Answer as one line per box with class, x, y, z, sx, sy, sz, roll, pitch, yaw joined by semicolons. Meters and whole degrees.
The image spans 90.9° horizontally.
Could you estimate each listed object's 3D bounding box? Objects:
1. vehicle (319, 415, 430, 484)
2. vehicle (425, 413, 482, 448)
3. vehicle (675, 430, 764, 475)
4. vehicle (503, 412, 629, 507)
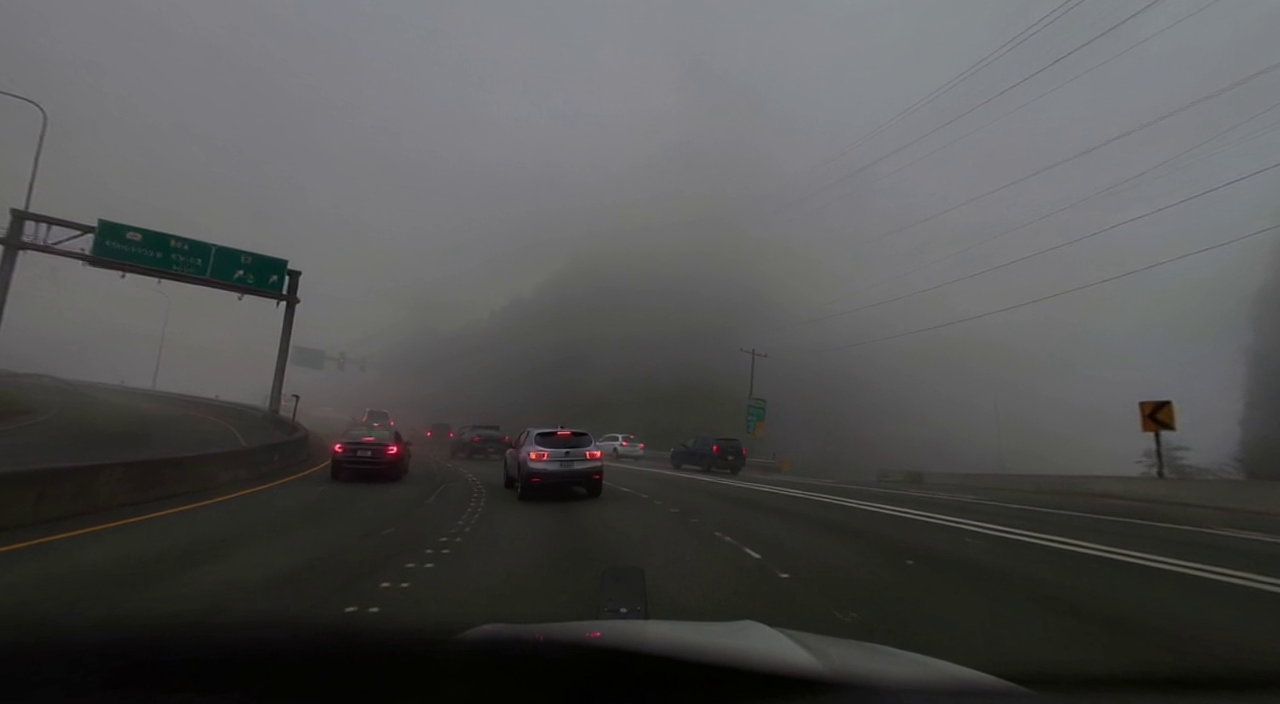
vehicle;-6.618;2.501;16.243;2.033;1.501;4.623;2;-9;-16
vehicle;-10.490;4.459;35.240;2.042;1.817;4.650;5;-10;-27
vehicle;3.419;4.471;28.269;2.079;1.807;4.682;3;-9;-19
vehicle;-1.803;2.311;13.917;2.140;1.724;4.304;2;-9;-15
